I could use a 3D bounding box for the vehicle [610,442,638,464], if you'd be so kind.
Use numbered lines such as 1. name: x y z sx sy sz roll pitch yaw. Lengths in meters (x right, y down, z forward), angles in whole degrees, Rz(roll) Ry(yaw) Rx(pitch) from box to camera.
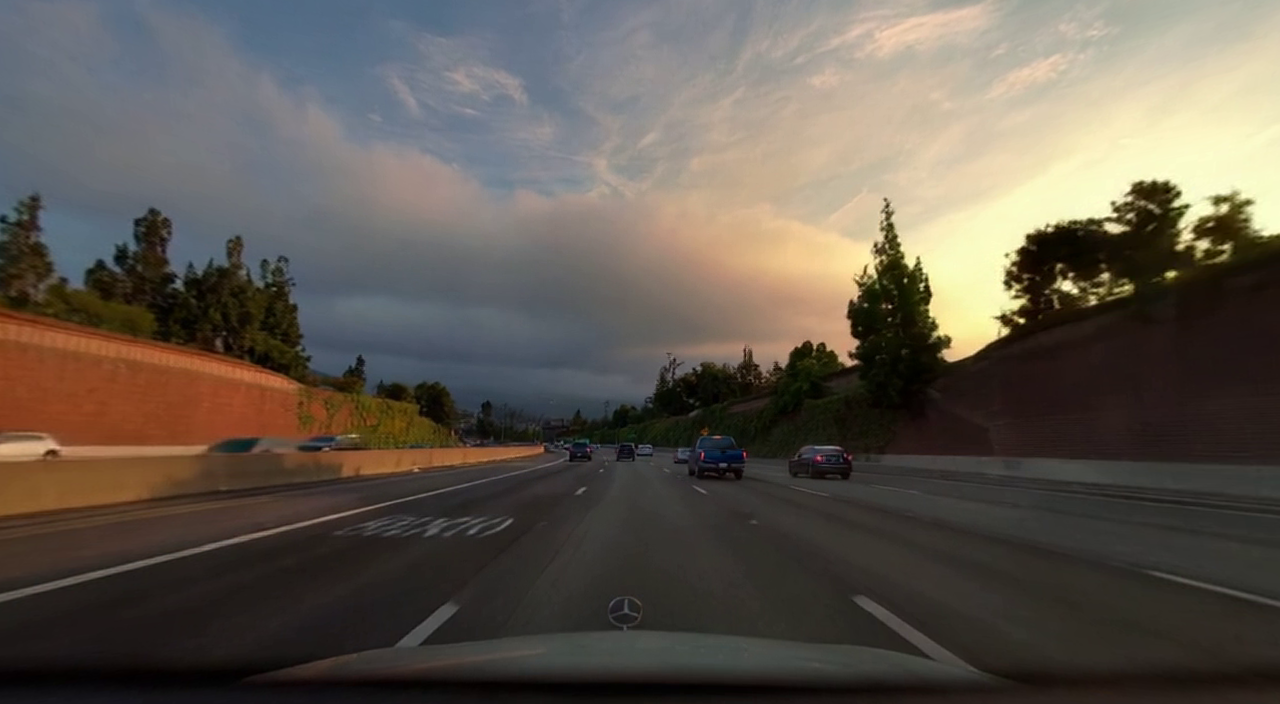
1. vehicle: -1.281 7.795 48.938 2.050 1.607 3.821 0 -8 -3

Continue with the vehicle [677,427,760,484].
1. vehicle: 2.911 4.017 24.802 2.374 1.952 5.431 0 -8 -2

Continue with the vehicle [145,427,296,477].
1. vehicle: -13.878 3.346 21.275 2.044 1.488 4.527 0 -8 -1

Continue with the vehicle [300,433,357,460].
1. vehicle: -23.027 7.007 46.835 2.101 1.868 4.631 0 -8 -3

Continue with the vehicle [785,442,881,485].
1. vehicle: 7.304 4.261 24.535 1.976 1.485 4.925 0 -8 -3
